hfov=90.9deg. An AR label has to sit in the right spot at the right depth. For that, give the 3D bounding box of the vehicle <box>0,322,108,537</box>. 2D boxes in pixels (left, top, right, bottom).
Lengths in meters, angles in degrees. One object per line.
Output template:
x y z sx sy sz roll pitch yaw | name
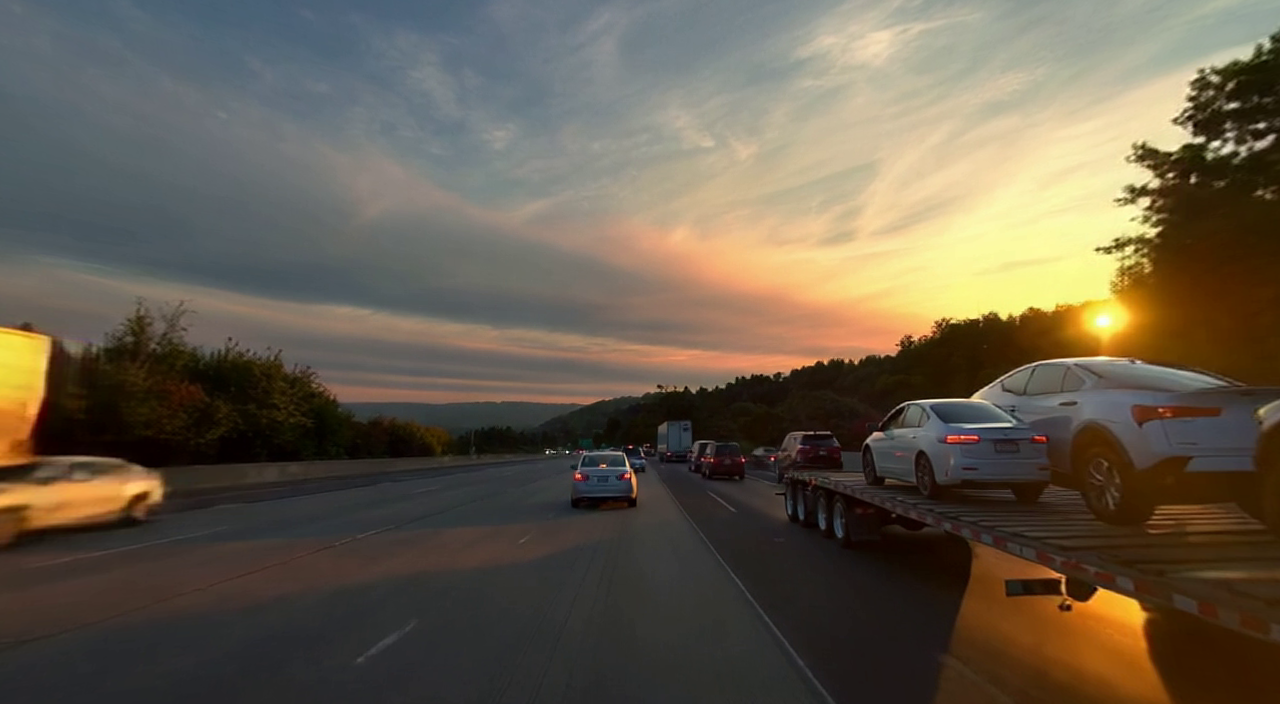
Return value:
-15.484 0.913 8.726 3.329 4.567 14.680 0 -9 0 | vehicle

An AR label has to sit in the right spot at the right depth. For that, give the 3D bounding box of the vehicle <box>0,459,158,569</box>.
-11.011 2.689 10.796 2.221 1.639 4.105 0 -9 0 | vehicle

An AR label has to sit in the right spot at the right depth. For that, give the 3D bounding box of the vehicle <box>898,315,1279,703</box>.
3.461 0.958 3.717 1.959 1.783 4.407 0 -9 0 | vehicle

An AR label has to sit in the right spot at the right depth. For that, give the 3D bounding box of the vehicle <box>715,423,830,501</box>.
3.511 3.031 17.561 2.303 1.889 3.920 0 -9 0 | vehicle

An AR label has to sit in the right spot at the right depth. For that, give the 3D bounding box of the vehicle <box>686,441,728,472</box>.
3.795 6.019 36.364 1.938 1.660 4.223 0 -9 -1 | vehicle

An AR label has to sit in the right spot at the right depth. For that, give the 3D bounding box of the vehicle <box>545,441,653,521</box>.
-0.738 2.673 13.503 1.991 1.466 3.675 0 -9 0 | vehicle
